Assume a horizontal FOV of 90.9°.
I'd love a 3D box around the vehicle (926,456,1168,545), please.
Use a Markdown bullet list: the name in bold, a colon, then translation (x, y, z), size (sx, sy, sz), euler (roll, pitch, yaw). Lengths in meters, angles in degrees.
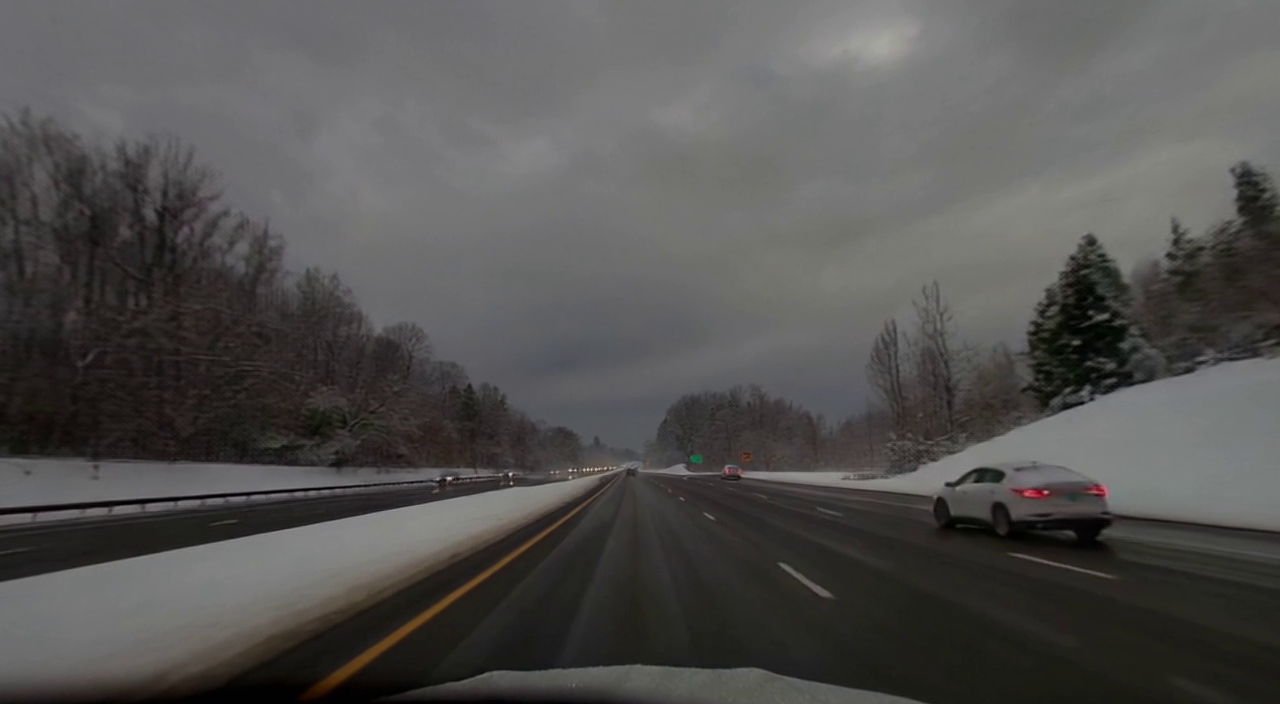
- **vehicle**: translation (7.991, 2.952, 13.041), size (2.024, 1.476, 4.352), euler (1, -10, -1)
